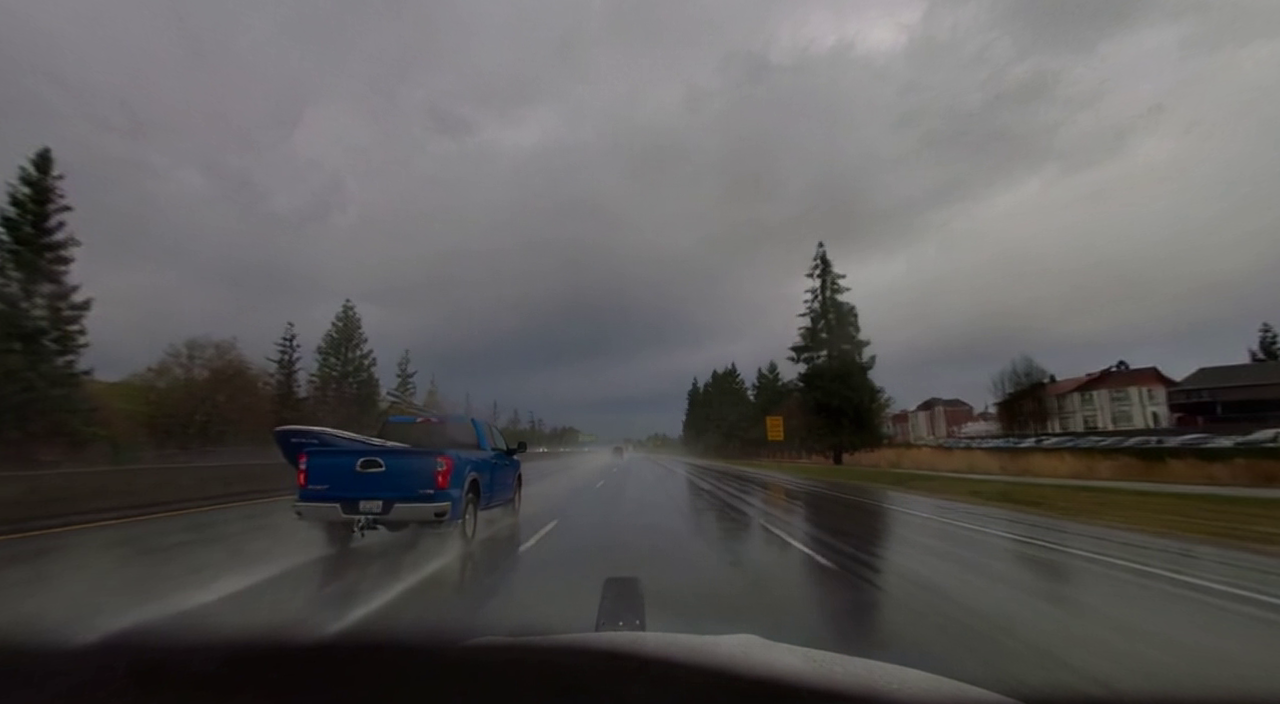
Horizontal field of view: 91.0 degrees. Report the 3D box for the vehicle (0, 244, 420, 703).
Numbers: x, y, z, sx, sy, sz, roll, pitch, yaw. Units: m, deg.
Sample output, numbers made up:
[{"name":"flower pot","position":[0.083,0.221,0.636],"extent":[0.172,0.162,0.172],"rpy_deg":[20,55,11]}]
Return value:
[{"name":"vehicle","position":[-2.827,0.750,2.434],"extent":[1.919,1.935,5.609],"rpy_deg":[0,-8,0]}]
